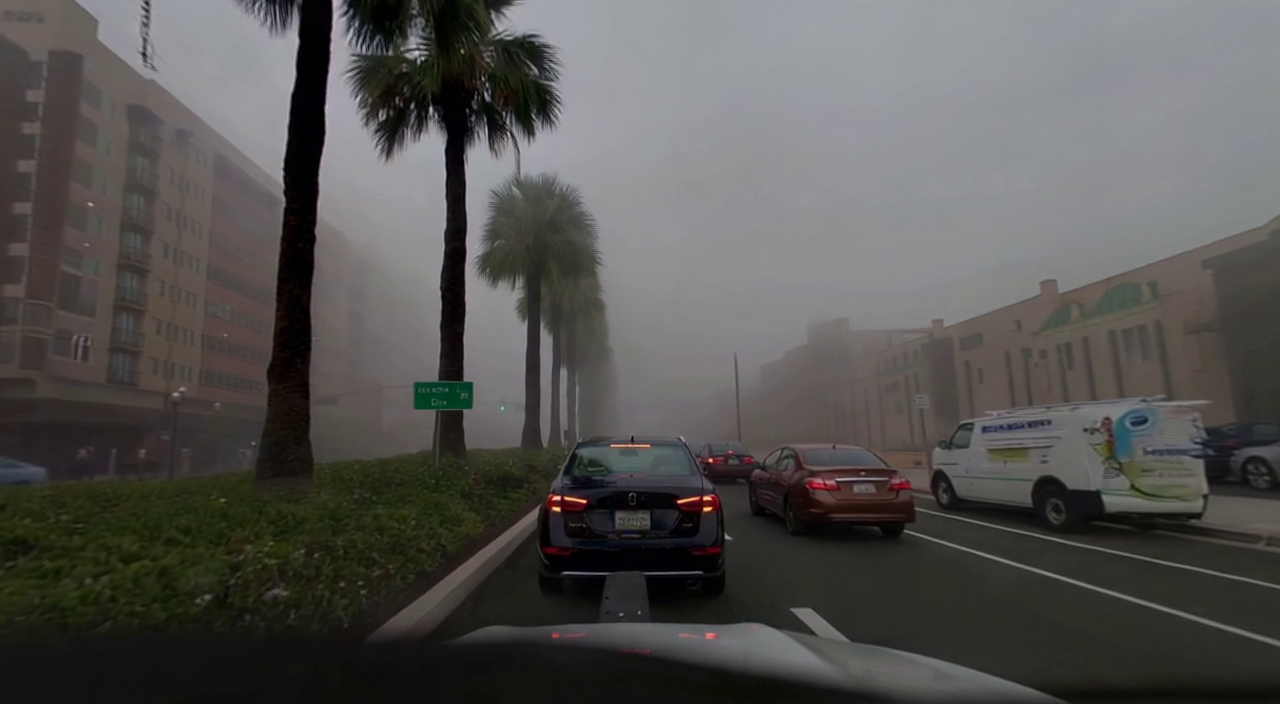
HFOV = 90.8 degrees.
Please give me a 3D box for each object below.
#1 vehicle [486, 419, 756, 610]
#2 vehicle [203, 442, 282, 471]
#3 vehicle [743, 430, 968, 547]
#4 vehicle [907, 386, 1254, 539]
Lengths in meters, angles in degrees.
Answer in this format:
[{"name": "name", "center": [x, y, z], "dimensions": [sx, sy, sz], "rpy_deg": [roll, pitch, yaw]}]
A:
[{"name": "vehicle", "center": [-0.165, 1.594, 7.082], "dimensions": [2.158, 1.498, 3.919], "rpy_deg": [0, -8, 0]}, {"name": "vehicle", "center": [-28.329, 7.438, 45.330], "dimensions": [2.115, 1.884, 5.481], "rpy_deg": [0, -8, 0]}, {"name": "vehicle", "center": [3.083, 2.051, 10.224], "dimensions": [1.925, 1.451, 4.436], "rpy_deg": [0, -8, -2]}, {"name": "vehicle", "center": [7.180, 1.910, 11.441], "dimensions": [2.254, 2.072, 5.577], "rpy_deg": [0, -8, 1]}]
